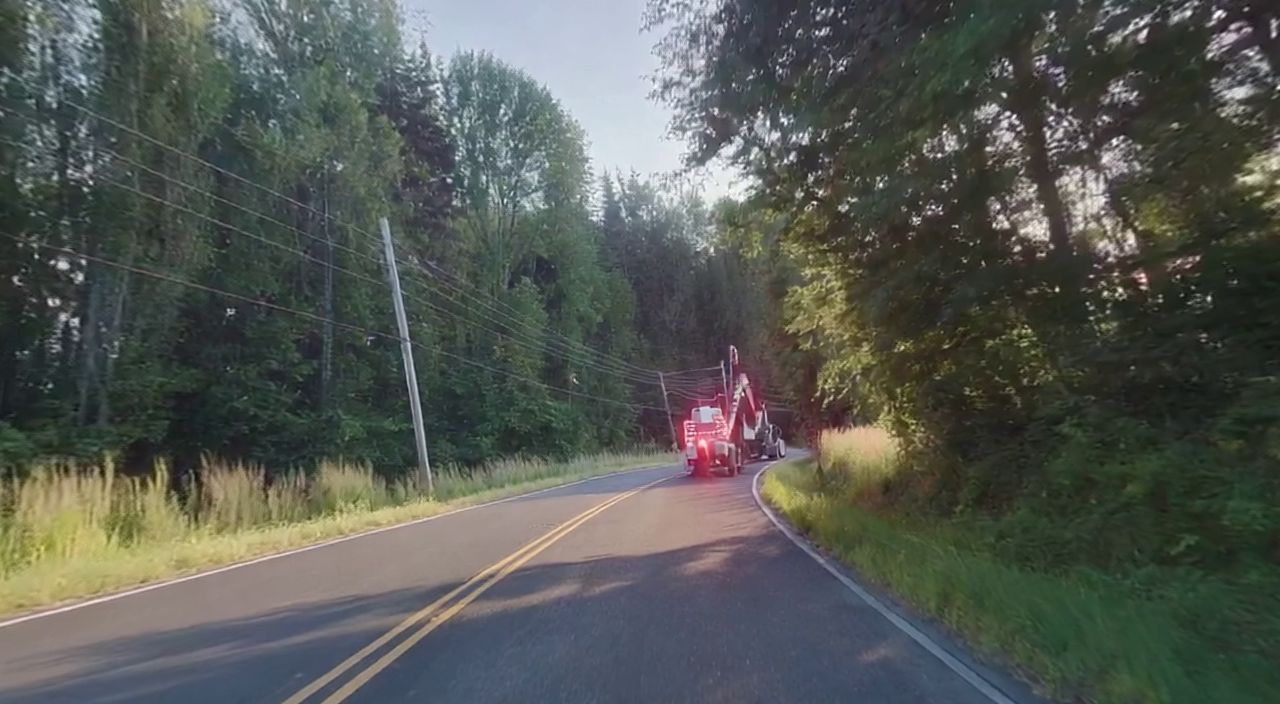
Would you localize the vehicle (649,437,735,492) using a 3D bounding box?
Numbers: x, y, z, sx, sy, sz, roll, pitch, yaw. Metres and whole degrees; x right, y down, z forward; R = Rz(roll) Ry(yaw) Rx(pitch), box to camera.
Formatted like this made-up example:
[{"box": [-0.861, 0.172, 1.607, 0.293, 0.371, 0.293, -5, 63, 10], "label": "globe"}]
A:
[{"box": [1.734, 3.390, 19.385, 2.196, 1.465, 4.294, -2, -9, 10], "label": "vehicle"}]
